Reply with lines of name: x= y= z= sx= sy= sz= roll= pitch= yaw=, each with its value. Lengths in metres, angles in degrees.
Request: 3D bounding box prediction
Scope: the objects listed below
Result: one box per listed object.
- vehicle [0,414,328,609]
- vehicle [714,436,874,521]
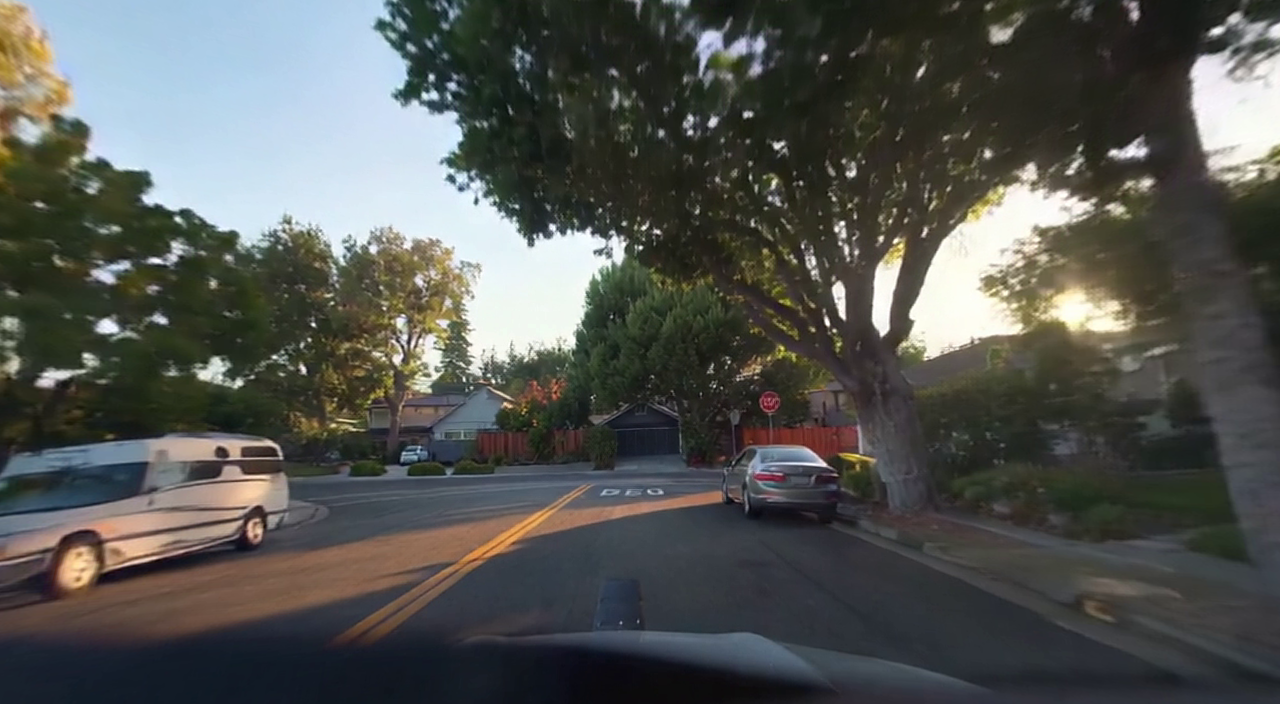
vehicle: x=-6.914 y=1.983 z=8.899 sx=2.225 sy=1.817 sz=5.731 roll=-2 pitch=-8 yaw=-1
vehicle: x=3.013 y=2.594 z=13.550 sx=2.167 sy=1.479 sz=4.597 roll=0 pitch=-9 yaw=-1
